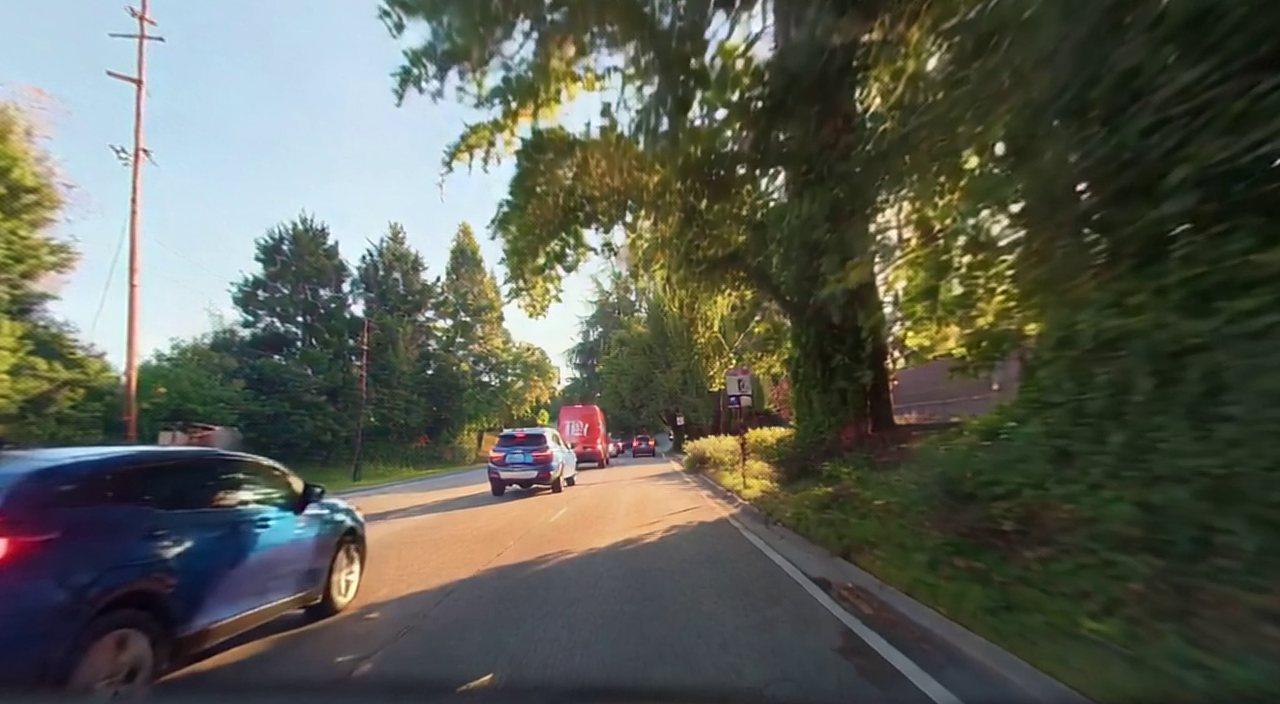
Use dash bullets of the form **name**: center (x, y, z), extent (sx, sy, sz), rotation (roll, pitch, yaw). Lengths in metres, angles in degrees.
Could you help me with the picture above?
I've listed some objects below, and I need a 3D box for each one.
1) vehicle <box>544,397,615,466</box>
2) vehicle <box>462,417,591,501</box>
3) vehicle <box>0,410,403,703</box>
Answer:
- **vehicle**: center (-2.973, 4.327, 33.767), extent (2.818, 3.181, 9.114), rotation (-1, -8, 1)
- **vehicle**: center (-2.702, 2.747, 16.626), extent (2.187, 1.821, 5.501), rotation (-1, -8, 2)
- **vehicle**: center (-3.269, 1.139, 3.582), extent (1.966, 1.466, 4.699), rotation (-1, -8, 1)
